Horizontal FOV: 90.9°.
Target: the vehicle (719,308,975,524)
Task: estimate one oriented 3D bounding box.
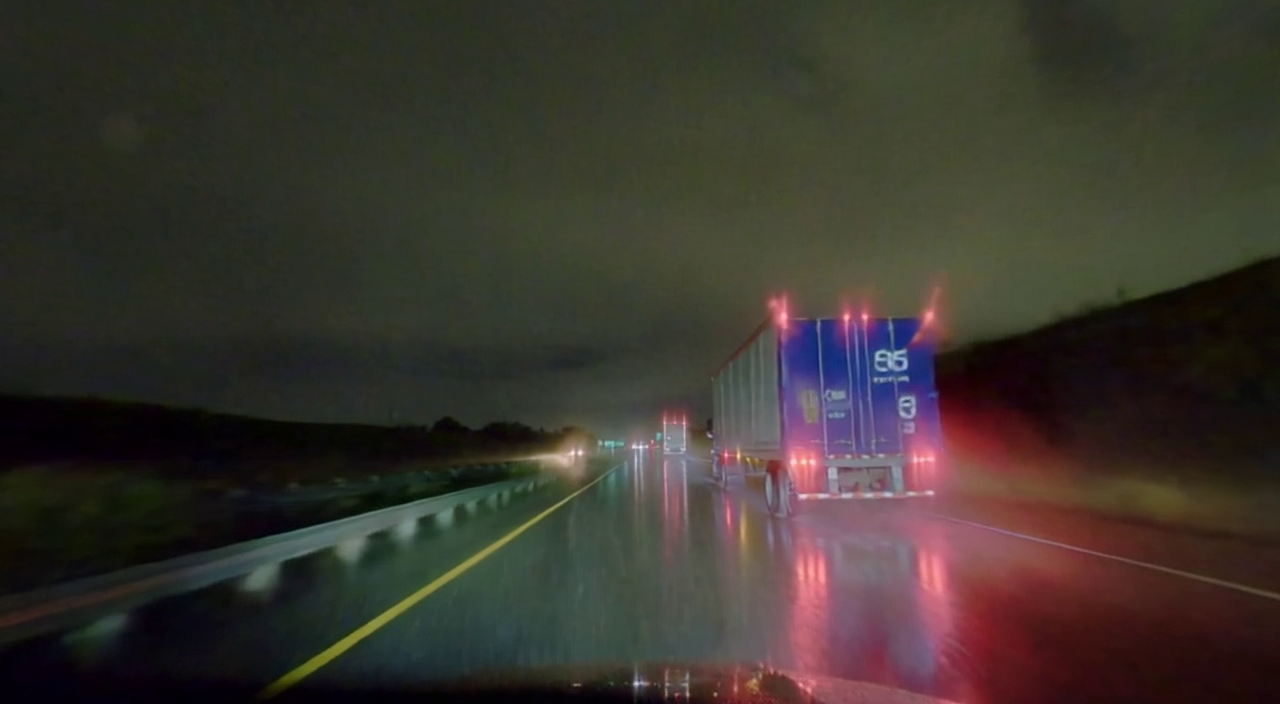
[{"bbox_3d":[4.173,1.850,15.999,3.107,3.718,10.231,0,-9,1],"label":"vehicle"}]
